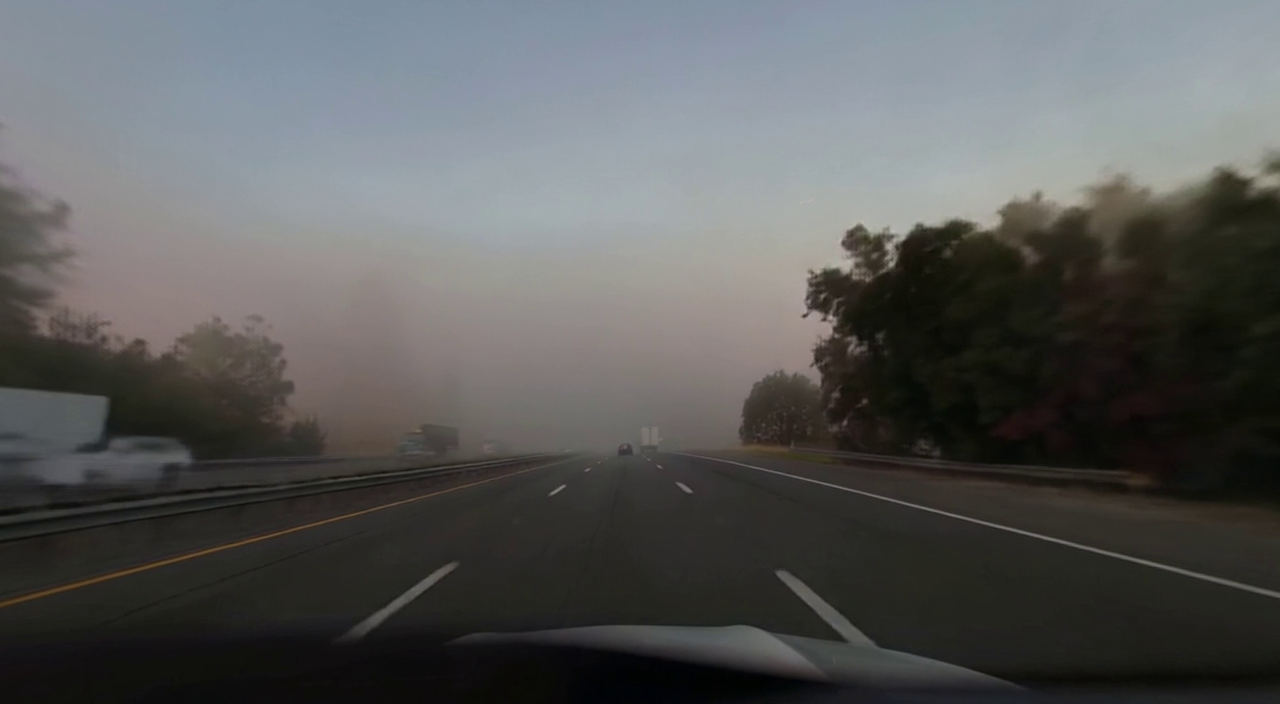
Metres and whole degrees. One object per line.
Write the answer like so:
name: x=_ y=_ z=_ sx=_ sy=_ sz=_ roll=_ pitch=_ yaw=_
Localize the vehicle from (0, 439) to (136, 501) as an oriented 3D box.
vehicle: x=-19.795 y=3.794 z=20.743 sx=2.119 sy=1.796 sz=5.109 roll=0 pitch=-8 yaw=-1
